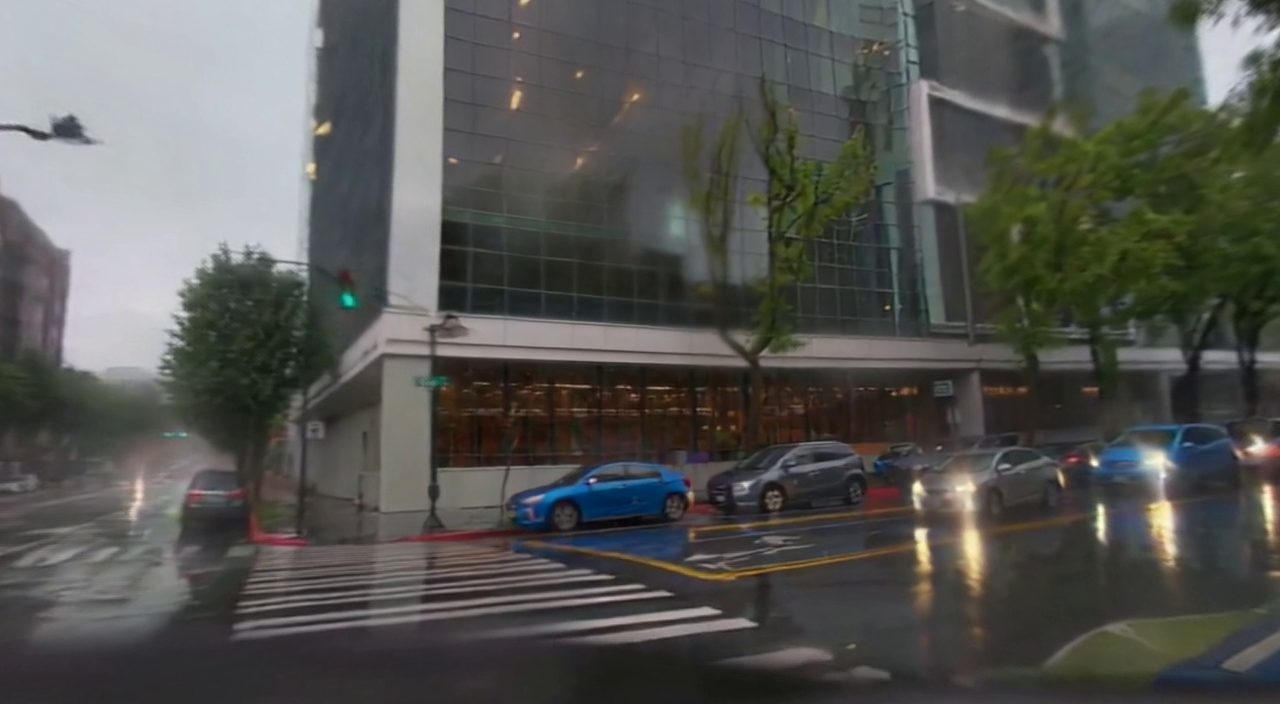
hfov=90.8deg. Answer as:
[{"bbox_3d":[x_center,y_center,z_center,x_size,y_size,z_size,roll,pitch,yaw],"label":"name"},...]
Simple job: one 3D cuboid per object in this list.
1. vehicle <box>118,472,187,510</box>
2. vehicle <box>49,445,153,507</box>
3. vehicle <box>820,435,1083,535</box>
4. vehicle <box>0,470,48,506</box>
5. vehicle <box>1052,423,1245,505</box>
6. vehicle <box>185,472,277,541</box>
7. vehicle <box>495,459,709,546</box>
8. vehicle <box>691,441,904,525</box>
[{"bbox_3d":[-25.367,7.203,33.035,2.025,1.625,4.596,4,-10,-28],"label":"vehicle"},{"bbox_3d":[-36.729,8.285,43.656,3.435,3.638,12.225,5,-10,-32],"label":"vehicle"},{"bbox_3d":[6.033,2.423,12.134,4.888,1.558,2.017,5,-10,-29],"label":"vehicle"},{"bbox_3d":[-42.524,9.140,42.630,2.404,2.045,5.570,5,-10,-30],"label":"vehicle"},{"bbox_3d":[13.059,2.817,16.208,4.573,1.814,2.173,5,-10,-30],"label":"vehicle"},{"bbox_3d":[-13.688,5.097,21.448,2.174,1.780,5.051,5,-10,-29],"label":"vehicle"},{"bbox_3d":[-0.898,3.573,15.291,4.705,1.732,1.996,5,-16,-30],"label":"vehicle"},{"bbox_3d":[4.687,3.698,18.550,6.107,2.086,2.348,5,-10,-30],"label":"vehicle"}]
